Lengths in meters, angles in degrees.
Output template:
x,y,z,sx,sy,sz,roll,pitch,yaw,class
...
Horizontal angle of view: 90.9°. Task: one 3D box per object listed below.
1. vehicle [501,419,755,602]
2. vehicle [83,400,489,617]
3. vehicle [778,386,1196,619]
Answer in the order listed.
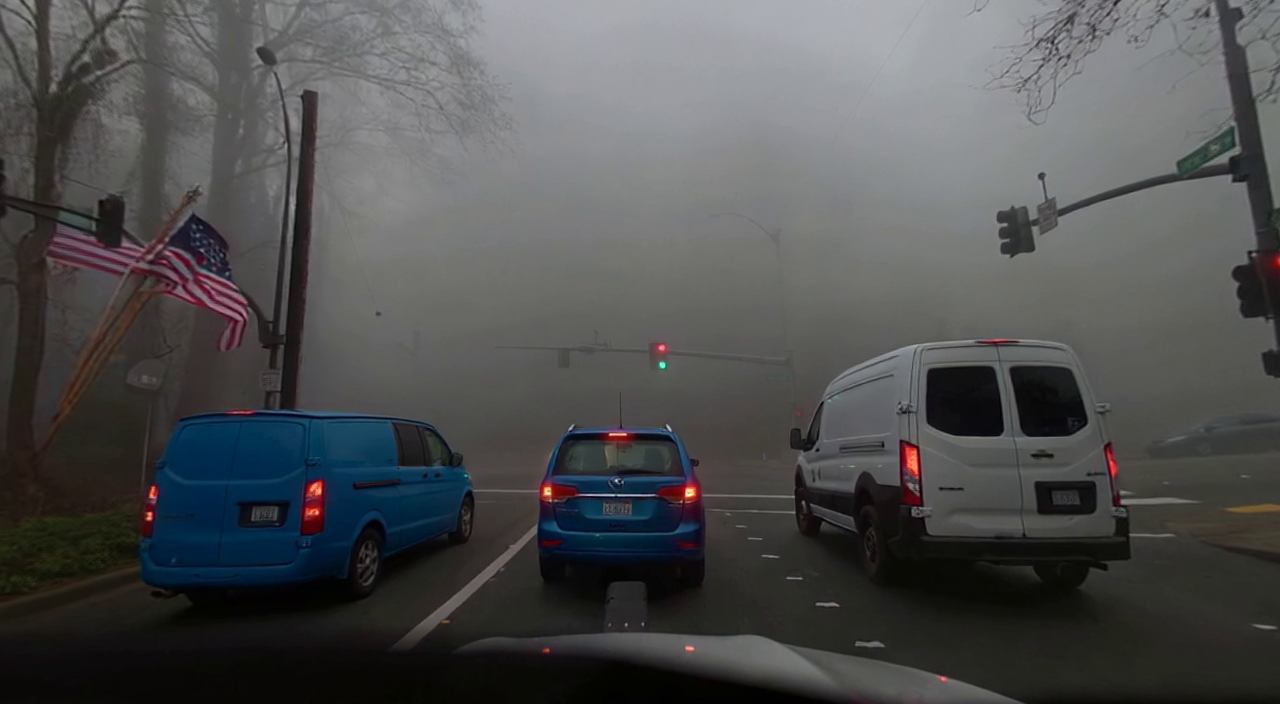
x,y,z,sx,sy,sz,roll,pitch,yaw,class
-0.136,1.622,7.342,2.098,1.494,4.118,0,-9,-1,vehicle
-3.298,1.528,7.038,2.024,1.677,3.998,-1,-9,3,vehicle
3.096,1.465,7.024,2.178,1.746,4.400,0,-9,1,vehicle
